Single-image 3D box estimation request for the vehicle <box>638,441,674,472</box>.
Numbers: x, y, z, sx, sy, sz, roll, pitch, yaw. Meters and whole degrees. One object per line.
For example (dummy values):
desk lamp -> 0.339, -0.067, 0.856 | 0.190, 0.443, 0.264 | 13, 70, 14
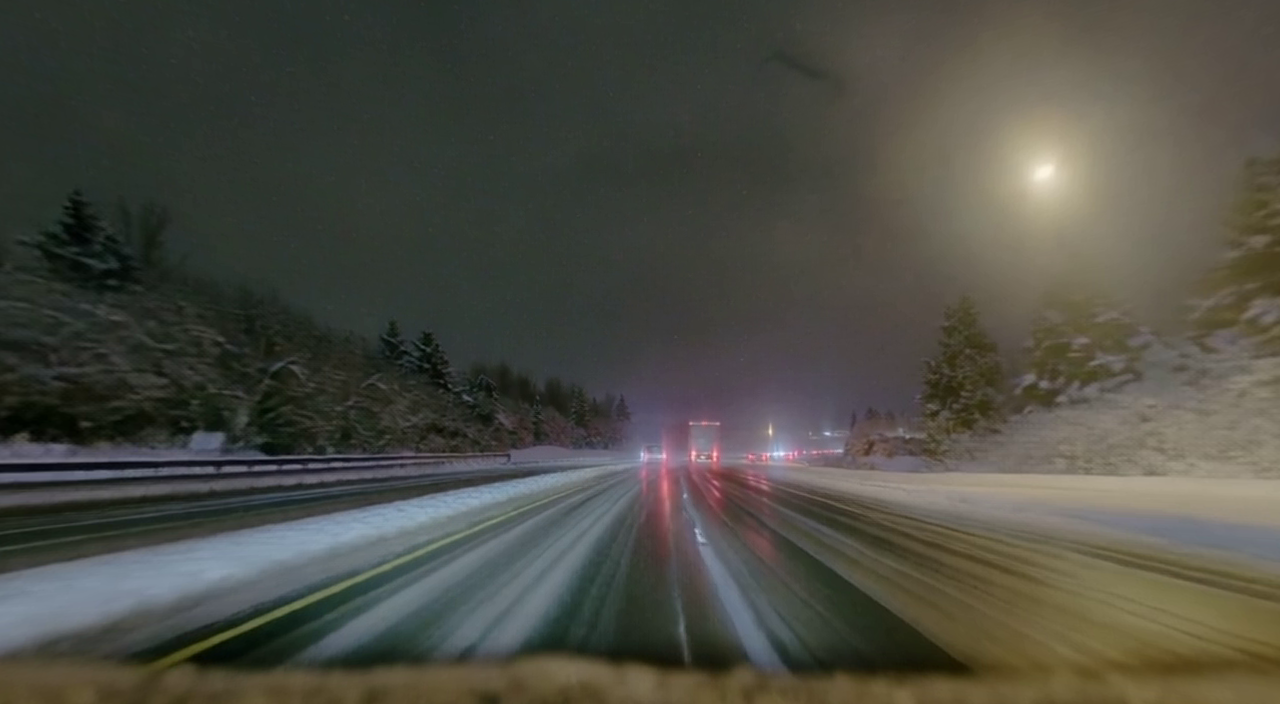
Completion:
vehicle -> 1.165, 7.336, 44.368 | 2.271, 2.049, 4.894 | -1, -9, 4
